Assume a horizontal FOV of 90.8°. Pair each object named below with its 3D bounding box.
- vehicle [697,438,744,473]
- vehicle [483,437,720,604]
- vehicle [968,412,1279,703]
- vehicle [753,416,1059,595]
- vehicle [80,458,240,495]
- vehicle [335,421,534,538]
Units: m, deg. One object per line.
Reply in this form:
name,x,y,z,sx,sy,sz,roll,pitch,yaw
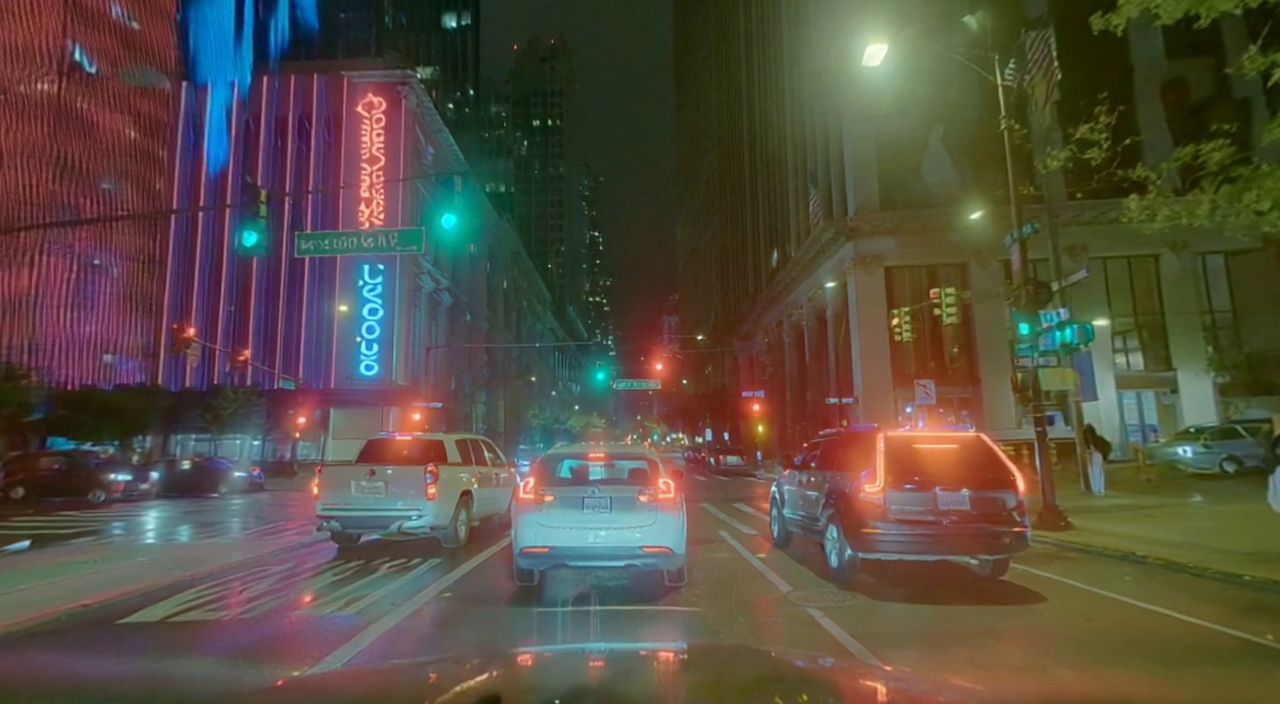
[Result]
vehicle,5.648,7.335,45.061,2.420,2.300,5.313,0,-8,-3
vehicle,-0.368,1.801,7.718,2.092,1.454,4.132,0,-8,-1
vehicle,2.745,0.807,1.119,1.902,1.454,4.540,0,-8,0
vehicle,3.030,1.853,8.628,2.072,1.735,4.759,0,-8,0
vehicle,-20.185,5.243,26.724,5.153,1.449,1.966,0,-8,1
vehicle,-3.695,2.411,12.693,2.190,1.840,5.272,0,-8,0
